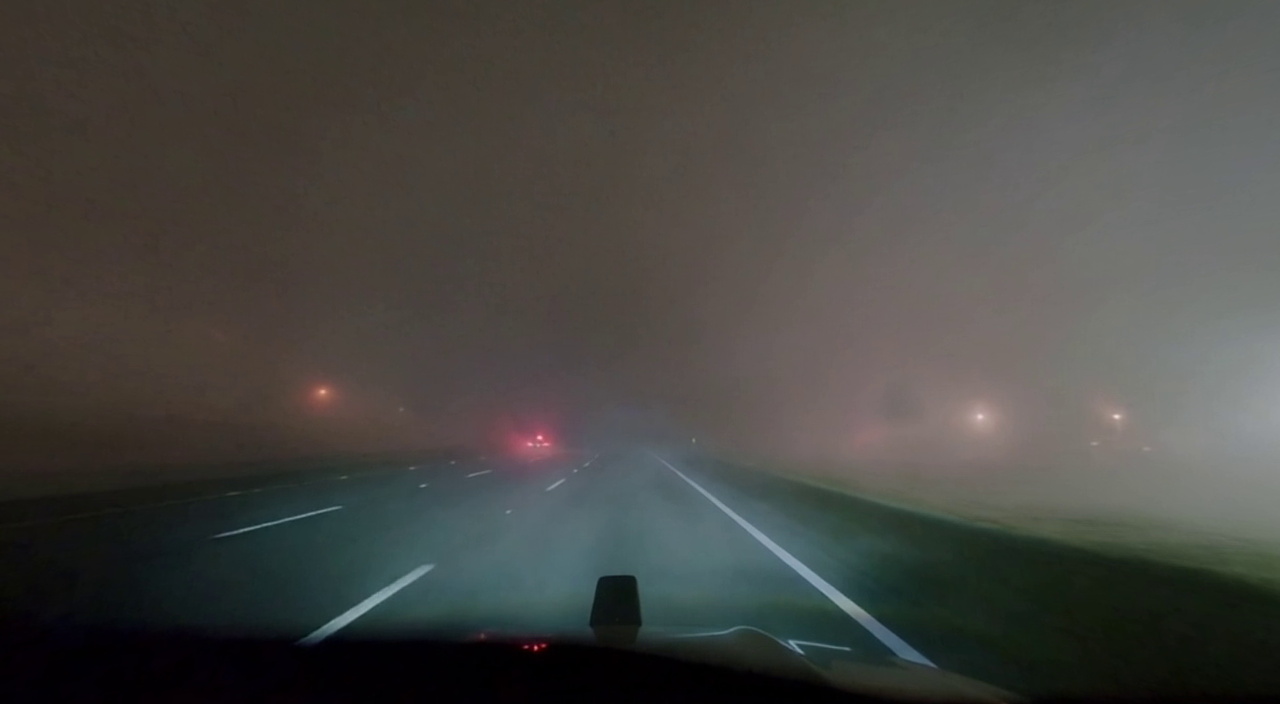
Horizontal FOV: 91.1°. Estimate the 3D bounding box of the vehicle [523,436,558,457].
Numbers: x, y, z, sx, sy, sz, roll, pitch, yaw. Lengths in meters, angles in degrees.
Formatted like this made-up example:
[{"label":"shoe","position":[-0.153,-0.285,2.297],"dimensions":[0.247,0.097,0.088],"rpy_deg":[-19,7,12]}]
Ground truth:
[{"label":"vehicle","position":[-7.298,6.961,46.476],"dimensions":[1.989,1.473,4.345],"rpy_deg":[0,-8,-1]}]
